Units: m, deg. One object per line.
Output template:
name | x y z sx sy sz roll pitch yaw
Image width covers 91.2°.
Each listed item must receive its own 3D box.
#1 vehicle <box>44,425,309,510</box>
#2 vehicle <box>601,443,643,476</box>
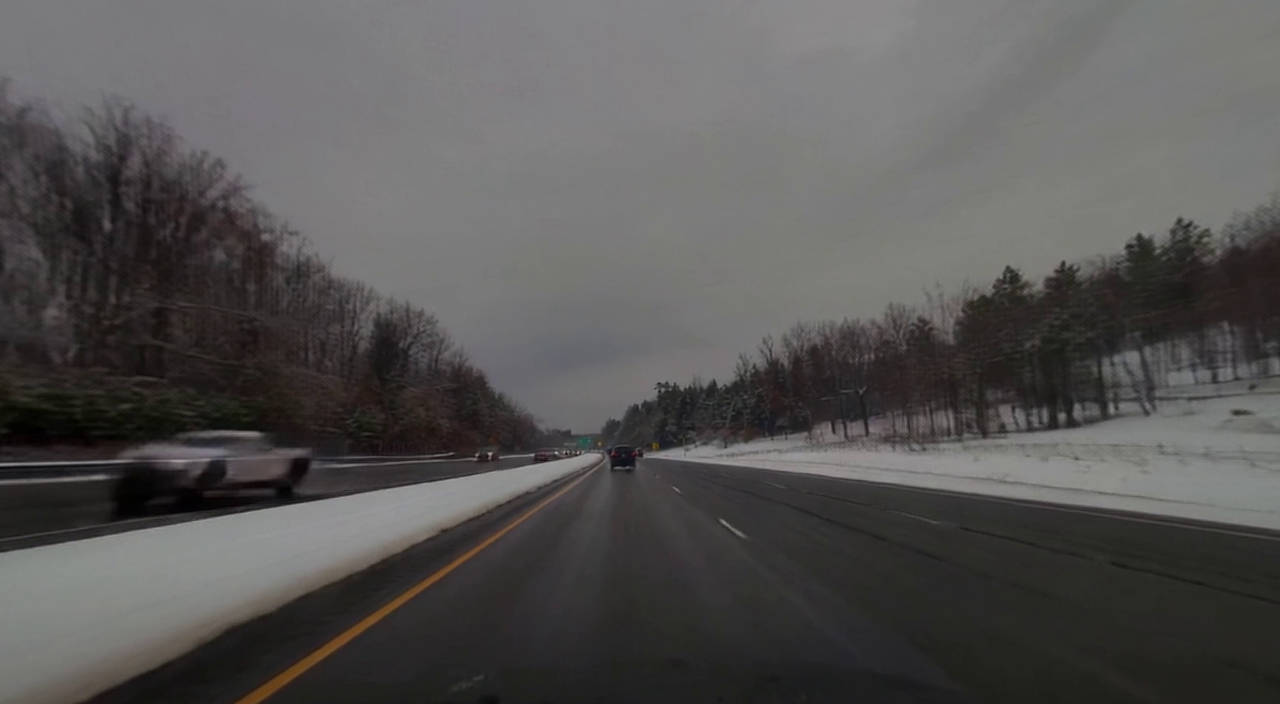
vehicle | -9.779 2.485 13.979 2.128 1.510 5.066 0 -9 -1
vehicle | -1.017 5.974 34.996 2.151 1.693 4.201 0 -9 -2
